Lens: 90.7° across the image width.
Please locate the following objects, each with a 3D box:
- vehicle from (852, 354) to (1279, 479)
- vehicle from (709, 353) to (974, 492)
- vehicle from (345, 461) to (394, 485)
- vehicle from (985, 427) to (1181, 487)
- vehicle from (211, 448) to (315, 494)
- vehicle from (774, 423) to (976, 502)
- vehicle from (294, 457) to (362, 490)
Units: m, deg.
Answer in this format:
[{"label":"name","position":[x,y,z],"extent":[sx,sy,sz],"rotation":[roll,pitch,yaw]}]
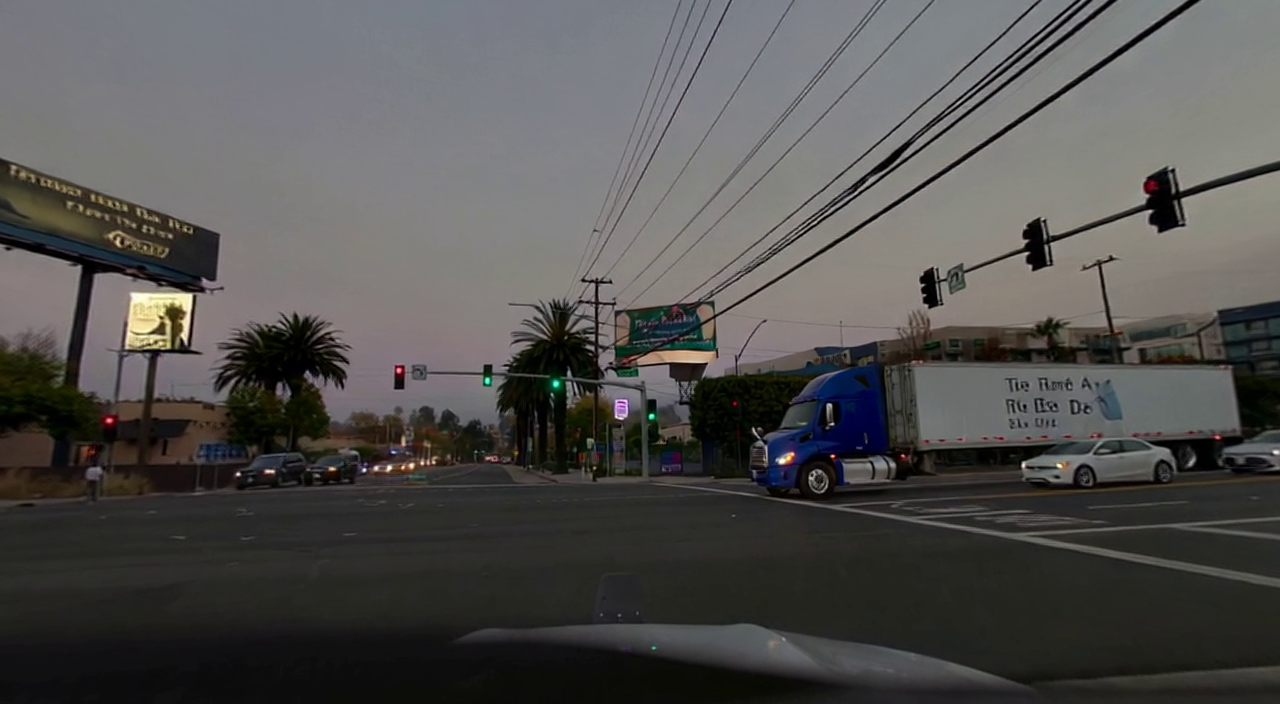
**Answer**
[{"label":"vehicle","position":[16.753,2.511,24.101],"extent":[17.071,4.151,2.876],"rotation":[1,-9,-11]},{"label":"vehicle","position":[6.850,2.490,22.183],"extent":[8.167,4.352,3.029],"rotation":[1,-9,-11]},{"label":"vehicle","position":[-19.854,8.830,46.599],"extent":[1.834,1.521,4.970],"rotation":[0,-9,-5]},{"label":"vehicle","position":[13.880,3.312,19.962],"extent":[4.958,1.510,1.949],"rotation":[-2,-10,-10]},{"label":"vehicle","position":[-23.218,7.284,39.398],"extent":[2.989,2.573,6.053],"rotation":[0,-9,-4]},{"label":"vehicle","position":[6.897,3.270,18.883],"extent":[5.079,1.893,2.200],"rotation":[-2,-10,-12]},{"label":"vehicle","position":[-18.794,7.325,38.429],"extent":[2.028,1.744,4.876],"rotation":[0,-9,-5]}]
